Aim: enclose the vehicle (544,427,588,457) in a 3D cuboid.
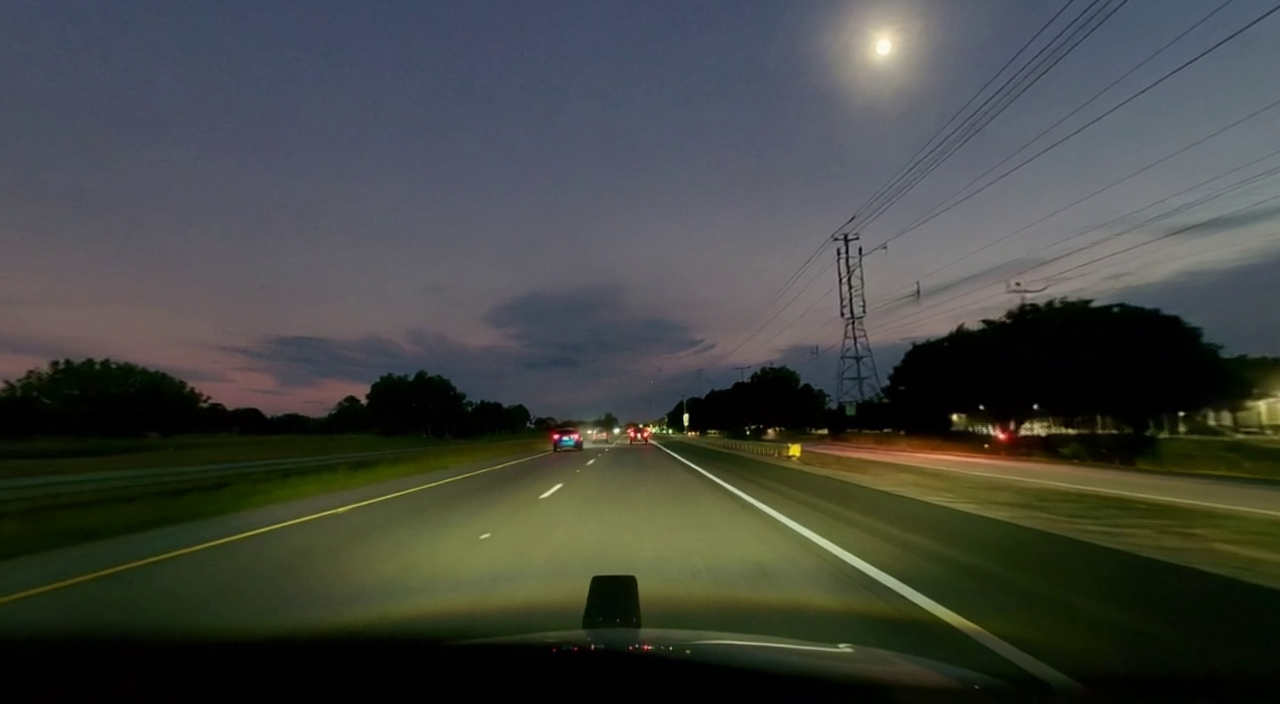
[{"bbox_3d":[-4.109,5.062,35.611,2.023,1.580,4.259,0,-8,-1],"label":"vehicle"}]
